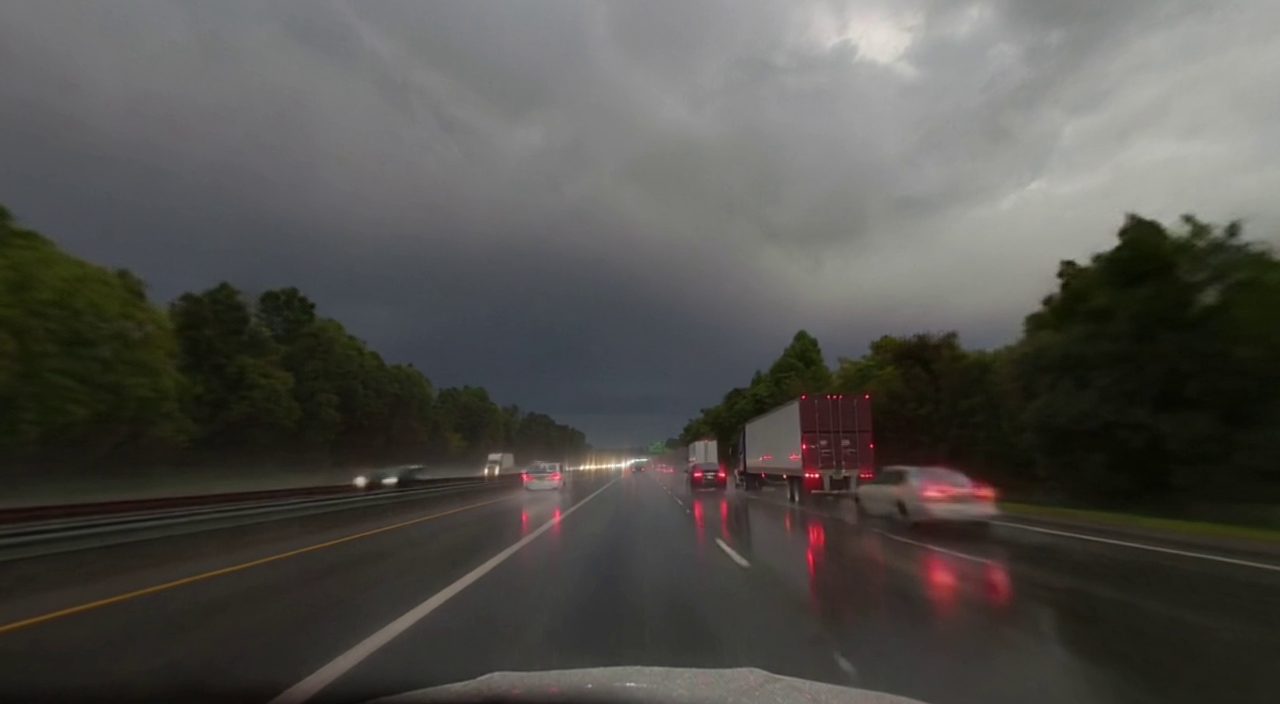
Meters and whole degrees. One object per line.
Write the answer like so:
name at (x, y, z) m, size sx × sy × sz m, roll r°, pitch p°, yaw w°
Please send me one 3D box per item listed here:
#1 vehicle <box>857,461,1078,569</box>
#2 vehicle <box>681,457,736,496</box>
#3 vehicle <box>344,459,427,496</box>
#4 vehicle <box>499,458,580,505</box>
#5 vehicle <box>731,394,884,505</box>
vehicle at (5.262, 2.642, 10.749) m, size 1.672 × 1.475 × 3.733 m, roll 1°, pitch -11°, yaw -2°
vehicle at (3.220, 6.011, 30.477) m, size 2.050 × 1.708 × 4.457 m, roll 1°, pitch -10°, yaw -1°
vehicle at (-11.319, 5.623, 28.319) m, size 1.891 × 1.454 × 4.435 m, roll 1°, pitch -10°, yaw 0°
vehicle at (-3.526, 4.662, 22.911) m, size 2.065 × 1.485 × 4.682 m, roll 1°, pitch -10°, yaw 1°
vehicle at (7.484, 5.176, 32.160) m, size 2.861 × 4.086 × 17.499 m, roll 1°, pitch -10°, yaw -1°
